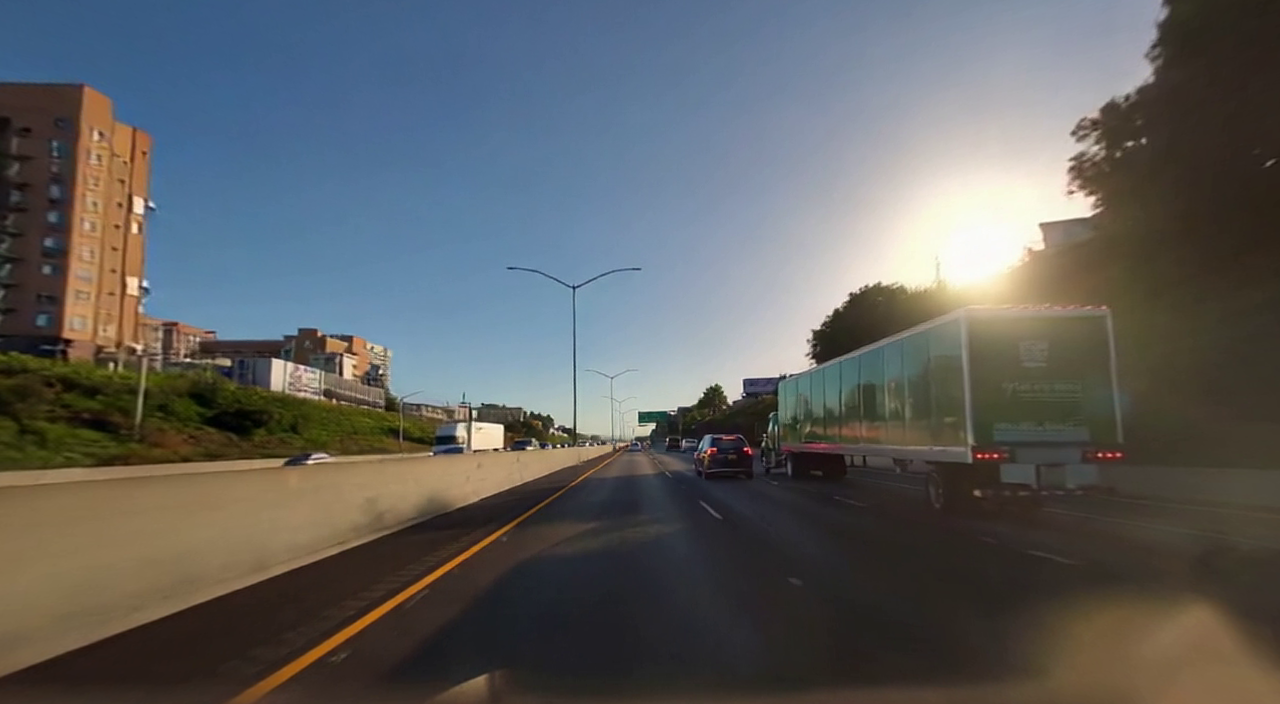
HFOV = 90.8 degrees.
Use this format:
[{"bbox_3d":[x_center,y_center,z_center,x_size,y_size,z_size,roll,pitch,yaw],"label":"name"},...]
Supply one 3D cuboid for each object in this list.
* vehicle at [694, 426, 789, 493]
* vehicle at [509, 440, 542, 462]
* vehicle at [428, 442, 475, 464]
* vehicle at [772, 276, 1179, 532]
[{"bbox_3d":[2.832,3.133,18.701,1.973,1.710,4.476,0,-8,-1],"label":"vehicle"},{"bbox_3d":[-7.786,6.749,43.255,1.613,1.392,3.376,0,-8,1],"label":"vehicle"},{"bbox_3d":[-14.666,7.900,49.492,1.937,1.618,5.347,0,-9,1],"label":"vehicle"},{"bbox_3d":[6.775,1.848,17.299,2.864,4.060,14.637,0,-8,-1],"label":"vehicle"}]
